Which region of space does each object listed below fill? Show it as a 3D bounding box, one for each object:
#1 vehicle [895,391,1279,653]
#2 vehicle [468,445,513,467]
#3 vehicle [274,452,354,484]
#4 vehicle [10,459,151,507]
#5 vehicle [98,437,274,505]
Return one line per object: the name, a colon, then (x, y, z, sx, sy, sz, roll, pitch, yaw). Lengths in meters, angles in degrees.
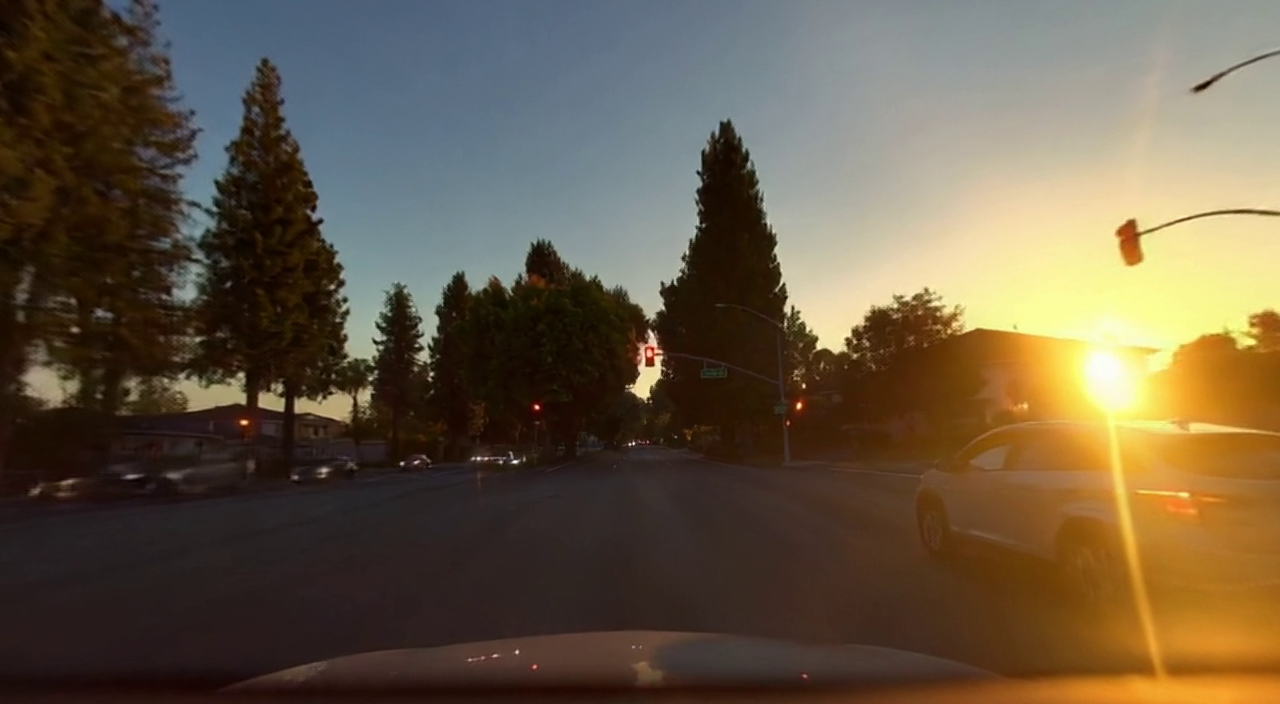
vehicle: (4.102, 1.304, 5.718, 2.018, 1.591, 3.564, 0, -9, 0)
vehicle: (-10.290, 7.186, 43.640, 2.029, 1.453, 4.188, -1, -9, 1)
vehicle: (-17.137, 6.065, 33.388, 1.827, 1.515, 4.396, 0, -9, 0)
vehicle: (-20.809, 4.864, 23.698, 1.829, 1.531, 3.777, -1, -9, -1)
vehicle: (-14.049, 3.678, 19.971, 2.064, 1.860, 4.683, 0, -9, 0)
